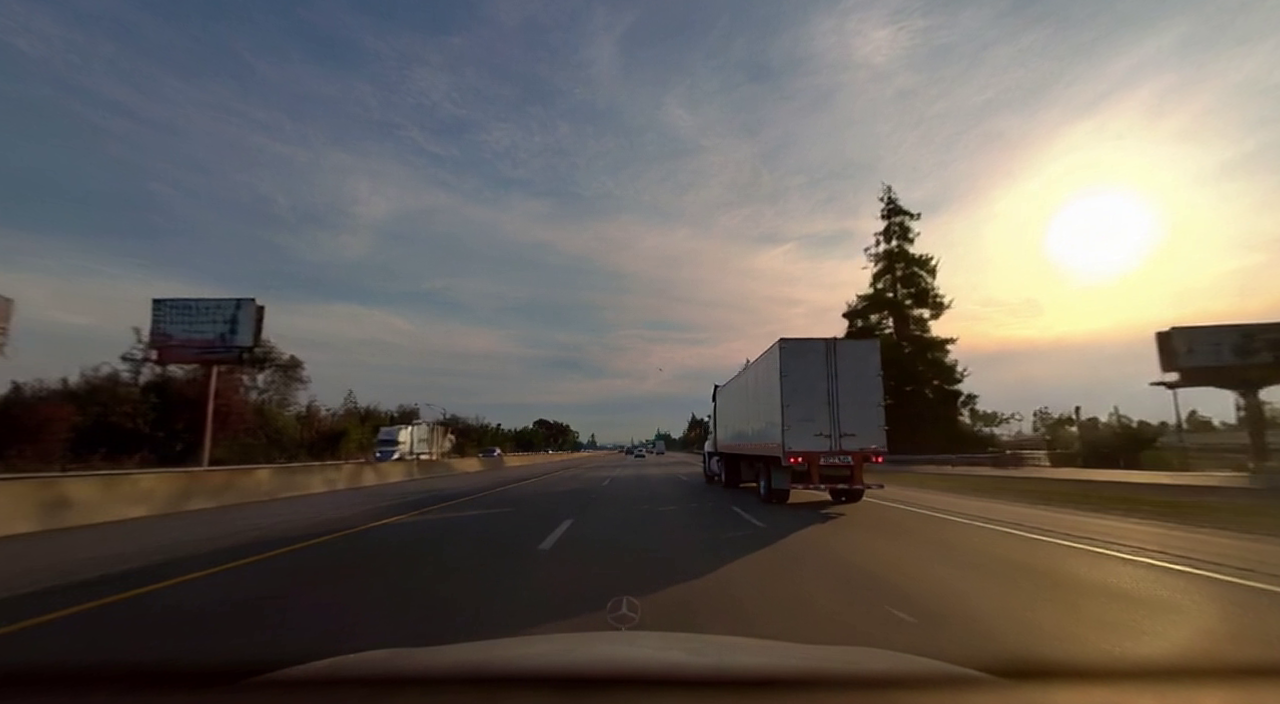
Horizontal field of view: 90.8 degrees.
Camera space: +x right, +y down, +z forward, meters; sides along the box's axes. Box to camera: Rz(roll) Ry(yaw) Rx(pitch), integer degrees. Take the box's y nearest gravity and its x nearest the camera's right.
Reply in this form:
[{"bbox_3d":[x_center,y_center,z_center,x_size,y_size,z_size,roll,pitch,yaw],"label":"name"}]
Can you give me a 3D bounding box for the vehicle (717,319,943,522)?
[{"bbox_3d":[4.757,2.344,19.563,3.058,4.312,12.251,0,-9,-1],"label":"vehicle"}]
